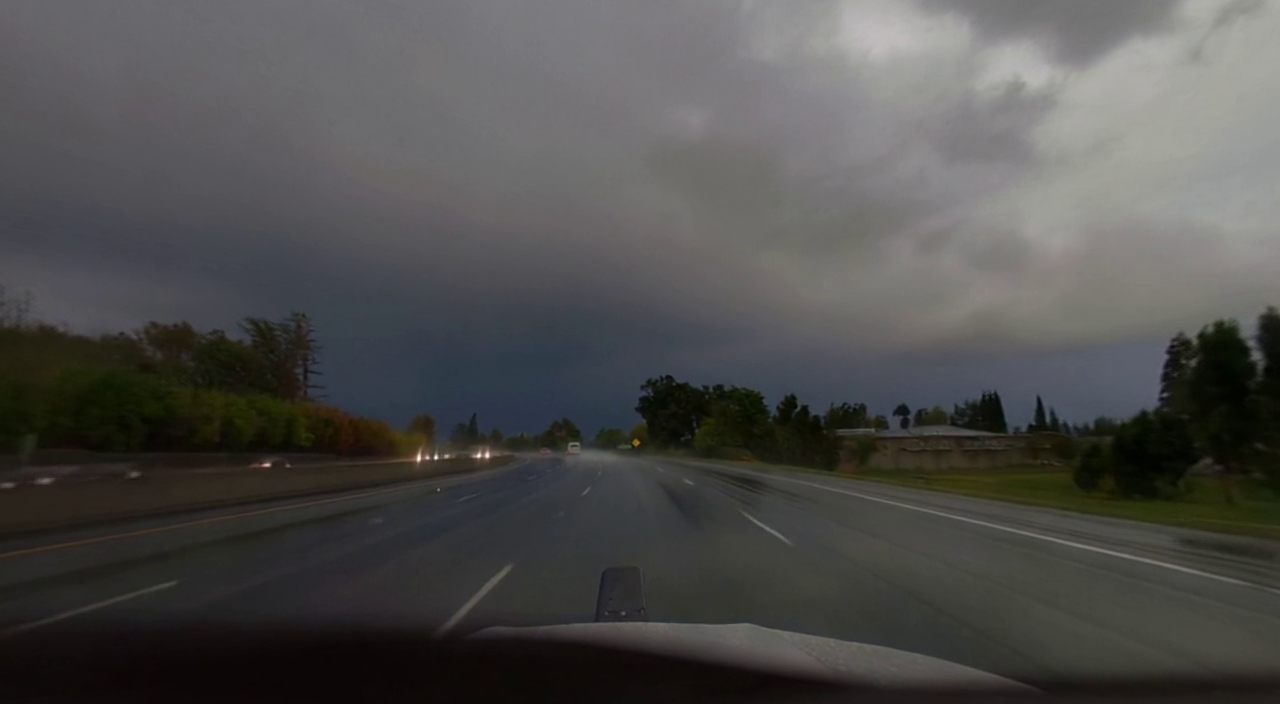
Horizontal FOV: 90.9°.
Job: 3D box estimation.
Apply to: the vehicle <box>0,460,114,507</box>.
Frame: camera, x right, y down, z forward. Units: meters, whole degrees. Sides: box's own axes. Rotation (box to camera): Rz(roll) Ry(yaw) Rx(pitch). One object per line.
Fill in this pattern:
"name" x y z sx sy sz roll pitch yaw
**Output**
"vehicle" -25.756 5.538 27.060 2.069 1.584 5.069 3 -8 -1
